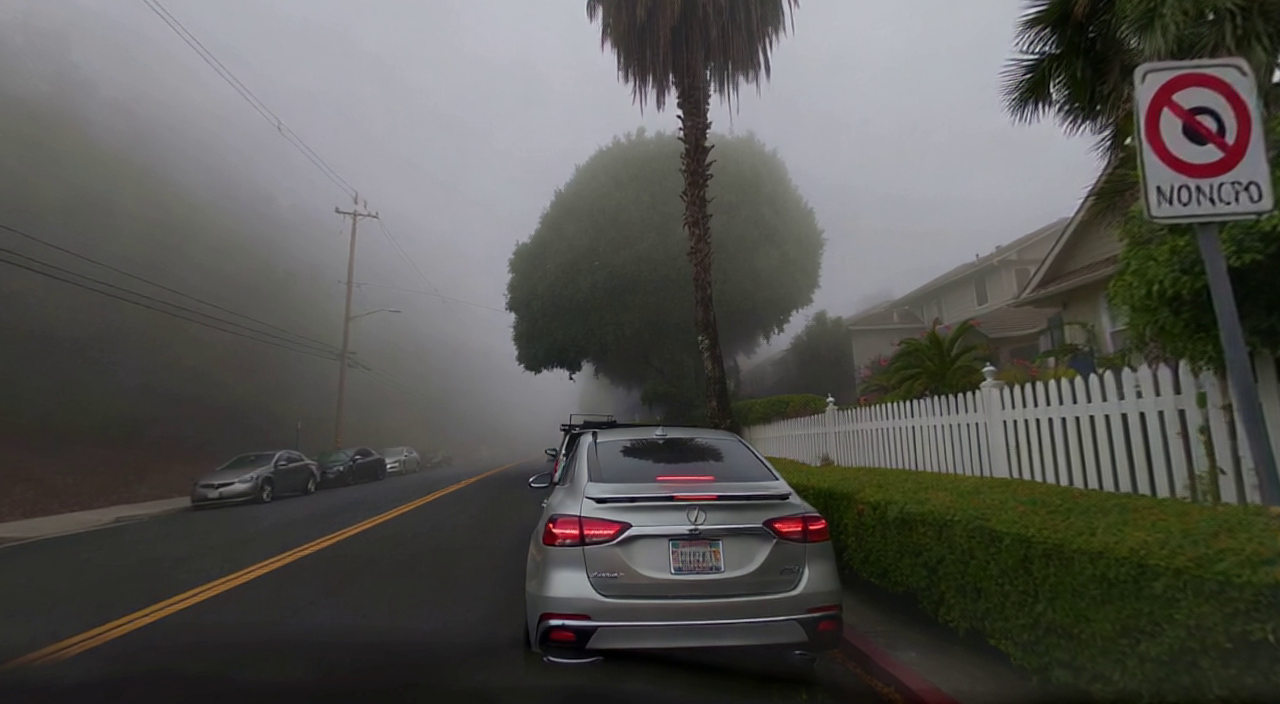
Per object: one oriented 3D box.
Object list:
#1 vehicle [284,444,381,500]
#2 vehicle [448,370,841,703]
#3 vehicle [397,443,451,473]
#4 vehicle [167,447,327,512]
[{"bbox_3d":[-12.163,4.713,25.274,2.048,1.485,4.757,-4,-4,-7],"label":"vehicle"},{"bbox_3d":[-0.138,1.216,4.994,1.894,1.695,3.795,1,-8,-6],"label":"vehicle"},{"bbox_3d":[-13.176,6.460,38.687,2.060,1.689,4.999,1,-8,-7],"label":"vehicle"},{"bbox_3d":[-11.402,3.664,18.793,2.017,1.627,5.039,1,-8,-7],"label":"vehicle"}]
